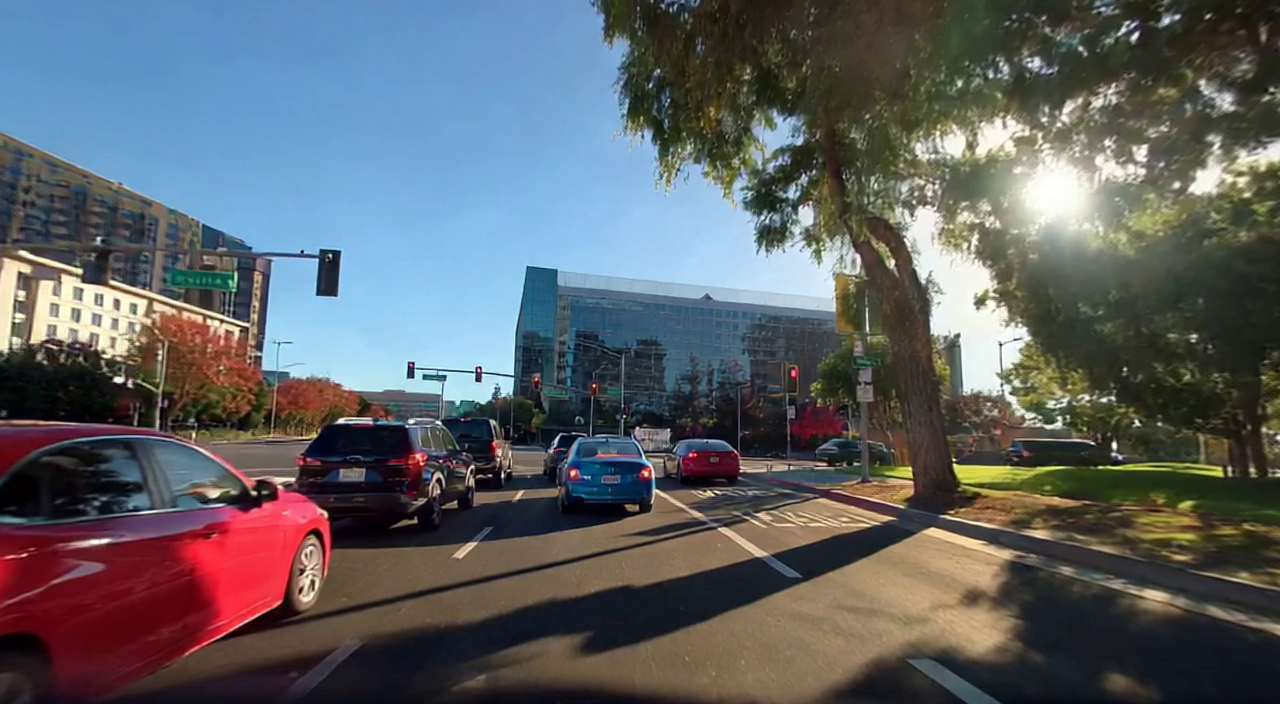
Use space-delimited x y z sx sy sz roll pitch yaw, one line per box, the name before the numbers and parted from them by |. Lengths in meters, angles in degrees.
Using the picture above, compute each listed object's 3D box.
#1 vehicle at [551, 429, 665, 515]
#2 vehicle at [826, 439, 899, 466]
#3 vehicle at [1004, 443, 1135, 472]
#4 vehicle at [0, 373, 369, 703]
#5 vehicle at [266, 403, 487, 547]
vehicle | -0.808 2.433 13.364 2.001 1.483 4.442 1 -9 -6
vehicle | 15.709 7.118 44.747 4.394 1.802 1.924 1 -9 -8
vehicle | 31.778 7.817 46.964 7.585 1.987 3.158 0 -8 -3
vehicle | -3.186 0.946 2.800 2.105 1.510 4.643 0 -8 -3
vehicle | -3.752 1.830 9.992 1.924 1.737 4.387 1 -9 -5
